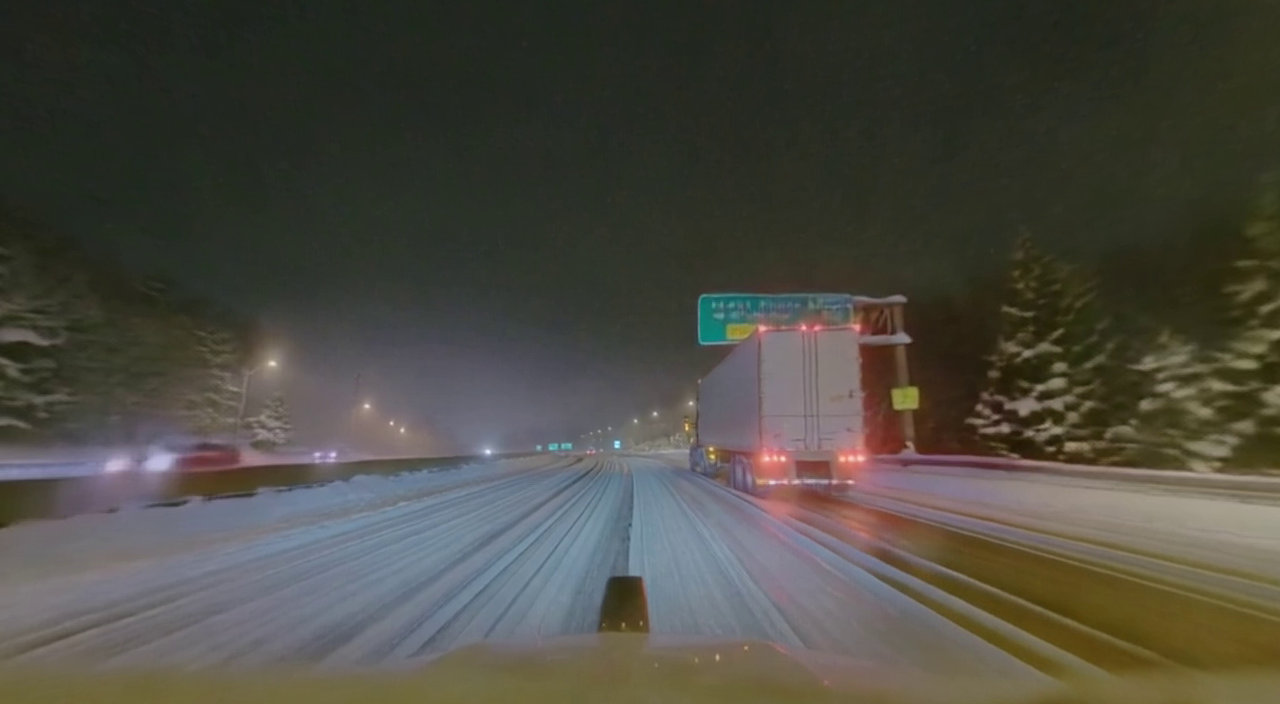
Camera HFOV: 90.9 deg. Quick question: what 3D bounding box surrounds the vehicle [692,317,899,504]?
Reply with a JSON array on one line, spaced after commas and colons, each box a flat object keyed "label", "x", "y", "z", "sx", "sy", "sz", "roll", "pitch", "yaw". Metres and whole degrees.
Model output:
[{"label": "vehicle", "x": 4.201, "y": 2.571, "z": 23.252, "sx": 2.932, "sy": 4.205, "sz": 18.253, "roll": 0, "pitch": -8, "yaw": 0}]

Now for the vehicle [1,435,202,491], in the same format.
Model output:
[{"label": "vehicle", "x": -17.342, "y": 3.572, "z": 20.758, "sx": 2.313, "sy": 1.600, "sz": 4.867, "roll": 0, "pitch": -8, "yaw": 0}]
